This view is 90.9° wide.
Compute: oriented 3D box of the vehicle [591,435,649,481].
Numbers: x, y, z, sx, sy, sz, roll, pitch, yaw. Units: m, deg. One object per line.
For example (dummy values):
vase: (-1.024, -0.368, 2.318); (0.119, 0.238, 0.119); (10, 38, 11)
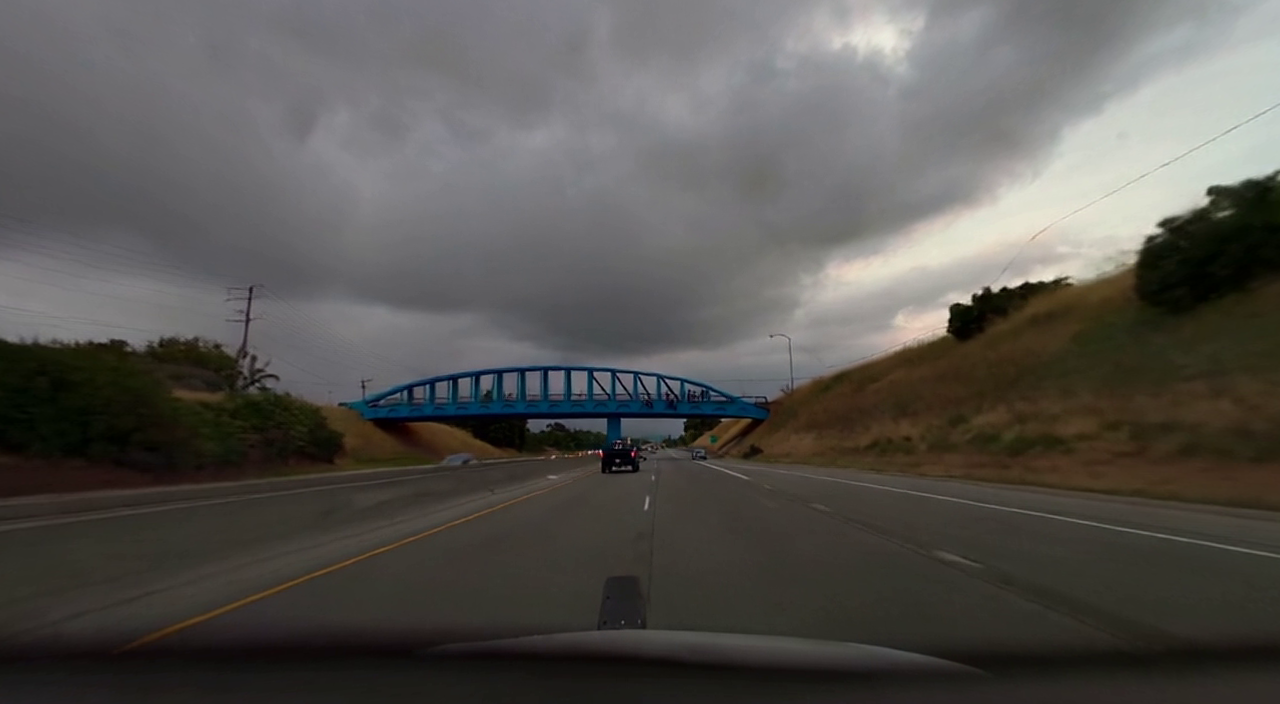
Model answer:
vehicle: (-0.826, 4.941, 29.641); (2.369, 1.948, 5.343); (-1, -9, 2)

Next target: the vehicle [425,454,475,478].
vehicle: (-12.965, 7.787, 43.301); (1.892, 1.494, 4.499); (-1, -9, 2)
